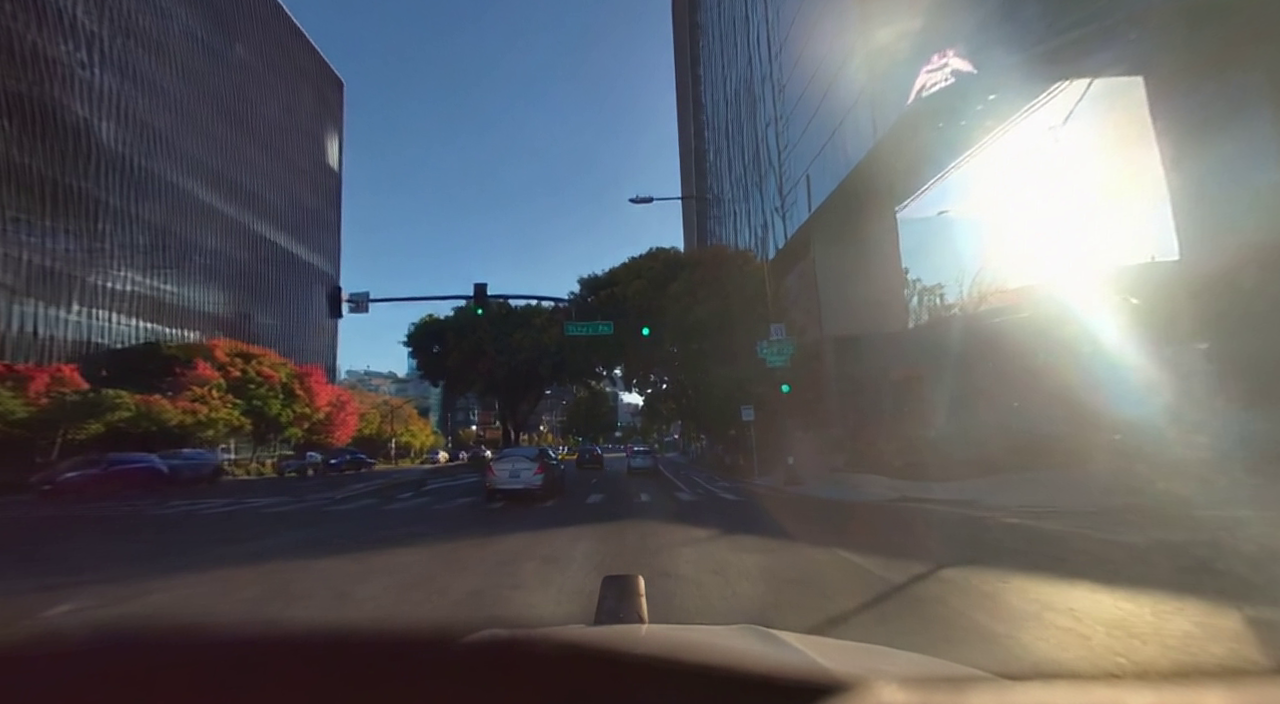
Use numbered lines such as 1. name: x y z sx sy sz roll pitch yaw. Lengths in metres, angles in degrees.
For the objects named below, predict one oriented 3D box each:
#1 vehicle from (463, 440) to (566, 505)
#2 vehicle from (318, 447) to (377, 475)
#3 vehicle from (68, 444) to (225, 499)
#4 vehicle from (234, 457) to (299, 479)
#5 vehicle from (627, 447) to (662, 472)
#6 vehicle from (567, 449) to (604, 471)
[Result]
1. vehicle: -3.246 3.201 17.175 1.983 1.545 3.773 0 -9 0
2. vehicle: -20.525 7.615 44.490 2.068 1.848 4.247 0 -9 0
3. vehicle: -17.228 4.151 22.420 1.926 1.711 4.516 0 -9 -1
4. vehicle: -26.728 8.280 45.408 1.972 1.436 4.502 0 -9 0
5. vehicle: 0.254 6.925 40.843 2.102 1.482 4.125 0 -9 0
6. vehicle: -3.679 7.360 43.353 2.088 1.430 4.482 0 -9 0
